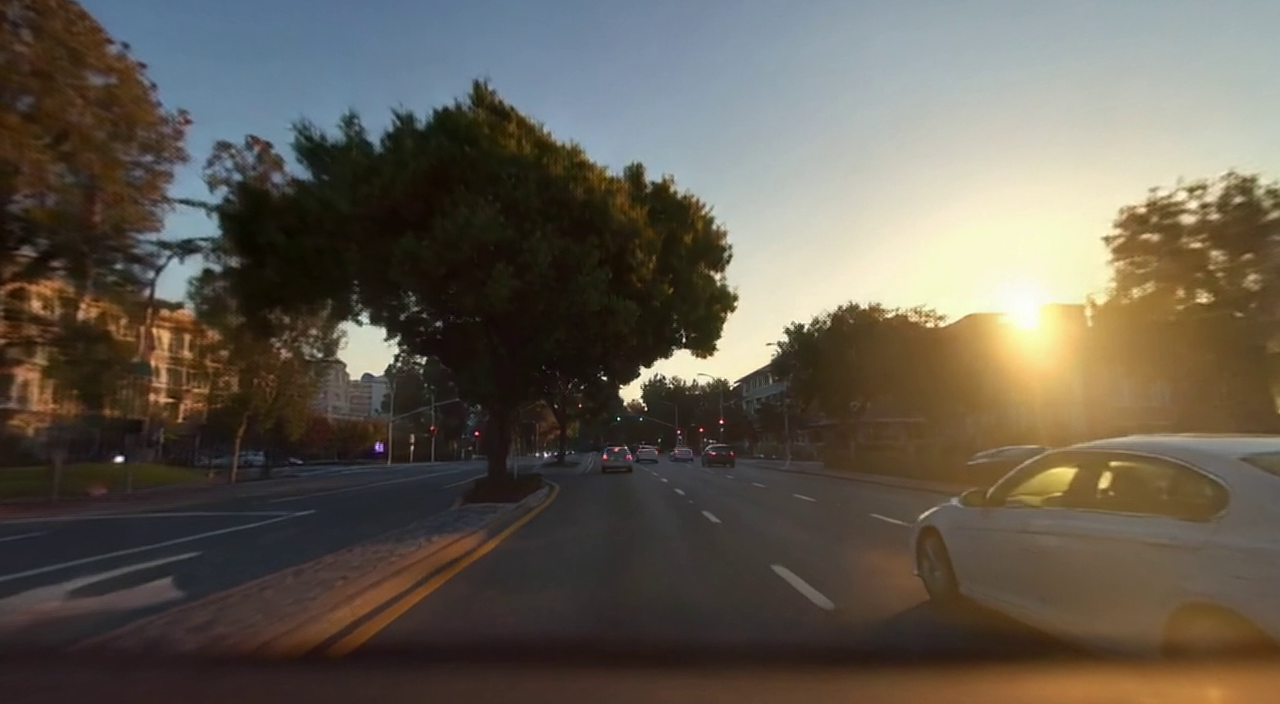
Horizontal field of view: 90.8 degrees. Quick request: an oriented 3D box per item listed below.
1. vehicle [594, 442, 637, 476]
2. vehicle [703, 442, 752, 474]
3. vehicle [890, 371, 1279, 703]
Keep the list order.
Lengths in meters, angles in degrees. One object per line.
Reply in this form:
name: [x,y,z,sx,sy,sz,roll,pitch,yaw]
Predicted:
vehicle: [-1.372,5.663,33.612,2.101,1.641,4.341,0,-9,-4]
vehicle: [5.491,6.738,40.367,2.052,1.886,5.297,0,-9,-4]
vehicle: [3.468,1.112,3.827,1.893,1.664,4.670,0,-9,-1]
